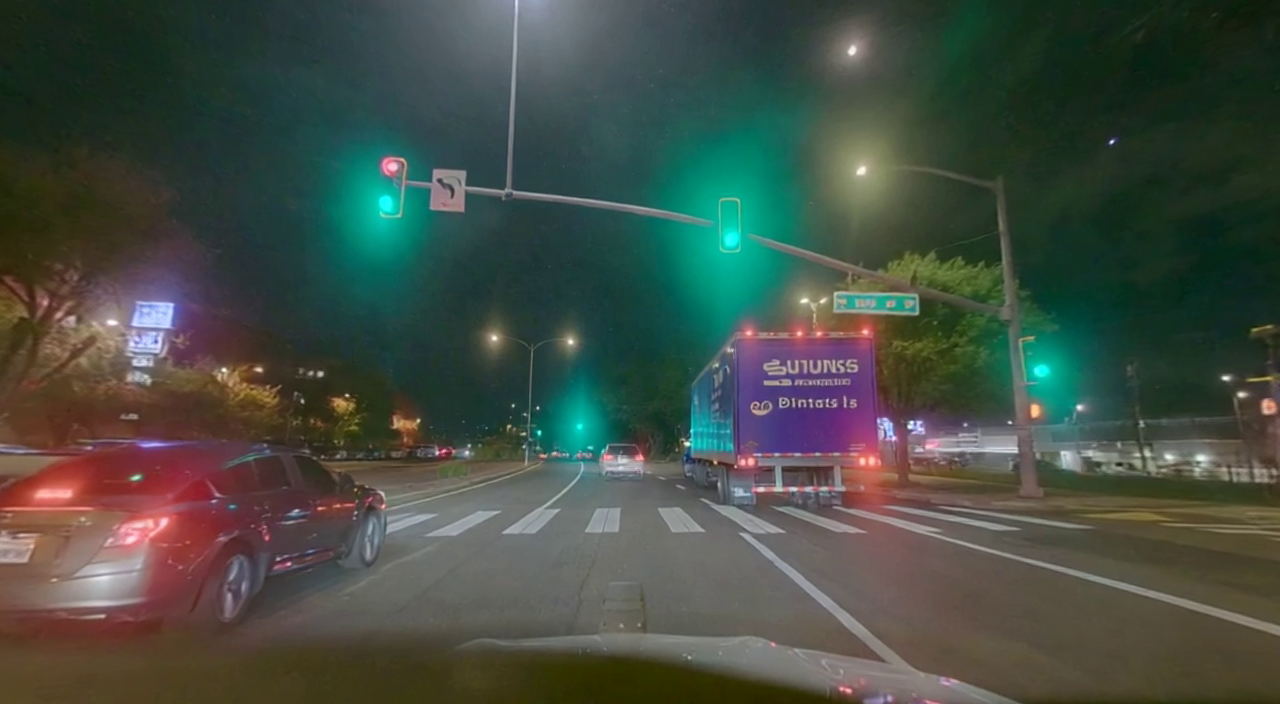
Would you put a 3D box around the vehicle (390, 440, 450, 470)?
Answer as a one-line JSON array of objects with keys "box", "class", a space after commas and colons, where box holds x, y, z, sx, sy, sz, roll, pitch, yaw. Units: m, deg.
[{"box": [-13.332, 6.263, 38.361, 2.241, 1.705, 4.807, 1, -9, -4], "class": "vehicle"}]

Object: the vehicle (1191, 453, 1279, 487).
[{"box": [32.182, 6.291, 33.765, 4.767, 1.660, 2.089, 5, -9, -28], "class": "vehicle"}]

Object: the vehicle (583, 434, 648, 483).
[{"box": [-1.056, 4.304, 25.640, 2.388, 1.811, 4.455, 1, -9, -4], "class": "vehicle"}]

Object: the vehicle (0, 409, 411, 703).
[{"box": [-3.748, 1.386, 5.462, 1.828, 1.515, 4.422, 0, -9, 0], "class": "vehicle"}]

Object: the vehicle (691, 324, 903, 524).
[{"box": [3.195, 1.907, 15.734, 2.905, 3.644, 8.441, 0, -9, -1], "class": "vehicle"}]

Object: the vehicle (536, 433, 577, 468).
[{"box": [-5.581, 6.660, 42.667, 2.269, 2.181, 5.787, 0, -9, -3], "class": "vehicle"}]
